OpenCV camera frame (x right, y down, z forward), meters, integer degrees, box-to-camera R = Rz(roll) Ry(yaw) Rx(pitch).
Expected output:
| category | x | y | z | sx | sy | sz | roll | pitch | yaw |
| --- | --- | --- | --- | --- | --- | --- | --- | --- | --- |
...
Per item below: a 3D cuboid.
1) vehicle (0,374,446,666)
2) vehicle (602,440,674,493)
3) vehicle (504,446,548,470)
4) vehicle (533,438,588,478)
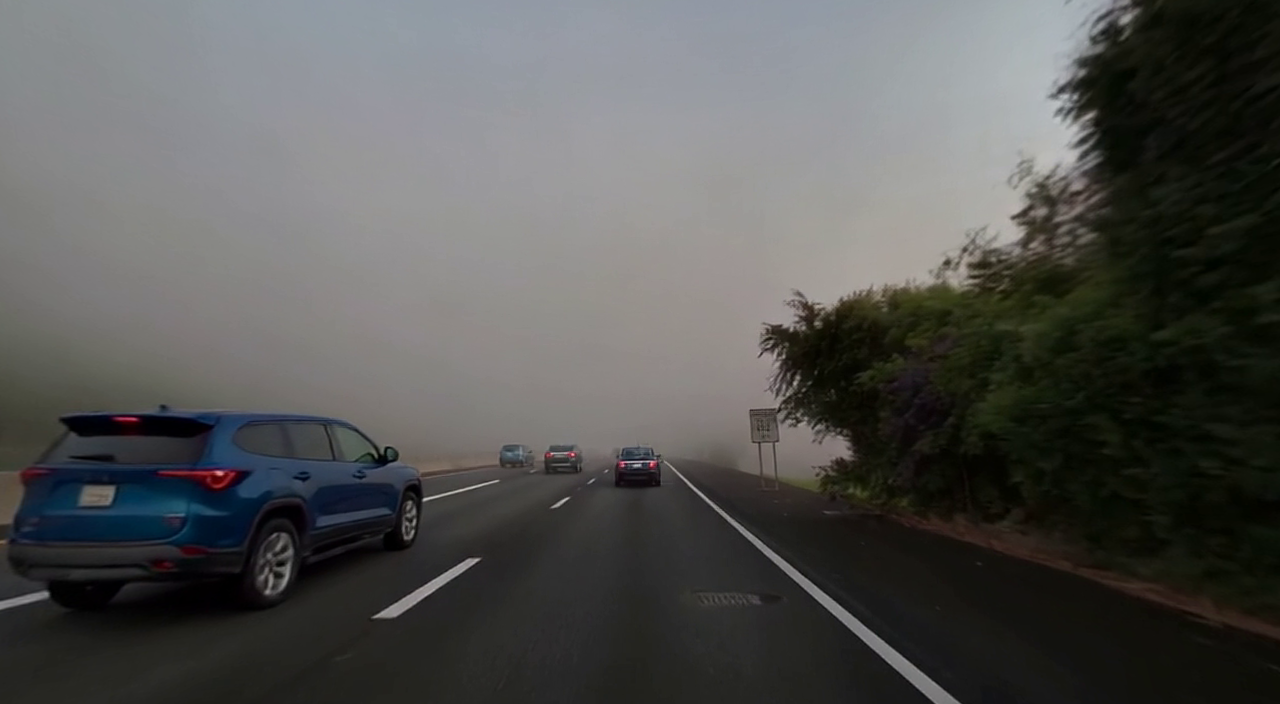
| category | x | y | z | sx | sy | sz | roll | pitch | yaw |
| --- | --- | --- | --- | --- | --- | --- | --- | --- | --- |
| vehicle | -3.729 | 1.369 | 6.222 | 2.133 | 1.789 | 4.518 | 0 | -8 | 1 |
| vehicle | -0.069 | 3.567 | 19.962 | 2.047 | 1.473 | 3.978 | 0 | -8 | 0 |
| vehicle | -7.312 | 6.825 | 40.951 | 1.902 | 1.467 | 4.574 | -1 | -8 | 2 |
| vehicle | -3.721 | 5.051 | 30.302 | 1.993 | 1.717 | 4.321 | 0 | -9 | 1 |
